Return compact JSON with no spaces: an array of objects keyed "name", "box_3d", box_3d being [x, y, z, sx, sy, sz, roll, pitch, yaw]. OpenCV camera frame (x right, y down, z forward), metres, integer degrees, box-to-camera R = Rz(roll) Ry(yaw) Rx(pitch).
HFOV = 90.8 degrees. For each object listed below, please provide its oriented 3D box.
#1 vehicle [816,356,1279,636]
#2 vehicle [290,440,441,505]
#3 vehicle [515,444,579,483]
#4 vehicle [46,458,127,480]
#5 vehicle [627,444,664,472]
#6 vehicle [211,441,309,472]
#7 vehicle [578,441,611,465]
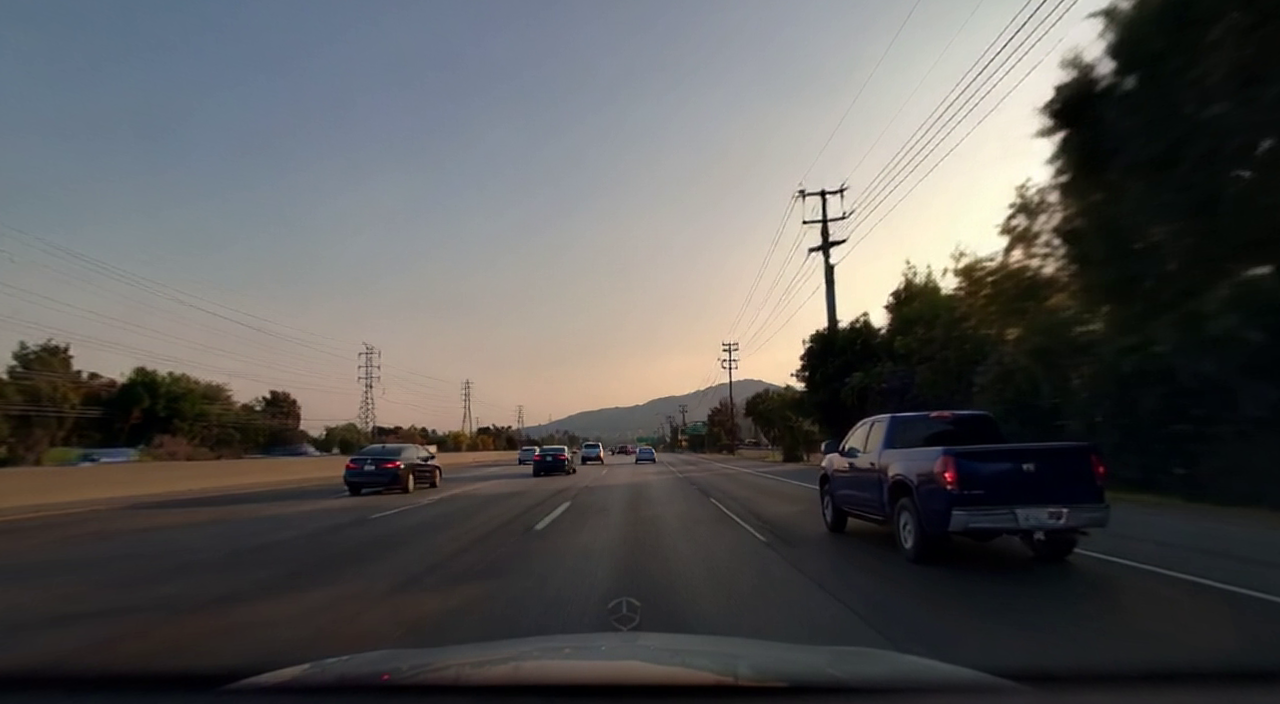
[{"name":"vehicle","box_3d":[3.865,1.365,6.974,2.231,1.919,5.086,0,-9,-2]},{"name":"vehicle","box_3d":[-7.095,3.144,16.998,1.959,1.496,4.740,0,-9,0]},{"name":"vehicle","box_3d":[-3.680,4.484,25.675,1.938,1.444,4.206,0,-9,0]},{"name":"vehicle","box_3d":[-42.143,8.932,48.284,1.836,1.503,4.782,0,-9,0]},{"name":"vehicle","box_3d":[0.300,6.014,36.049,2.030,1.471,4.115,0,-9,0]},{"name":"vehicle","box_3d":[-22.792,6.307,38.294,2.148,1.720,6.182,0,-9,0]},{"name":"vehicle","box_3d":[-3.438,7.732,48.453,2.244,1.752,4.439,0,-9,0]}]
